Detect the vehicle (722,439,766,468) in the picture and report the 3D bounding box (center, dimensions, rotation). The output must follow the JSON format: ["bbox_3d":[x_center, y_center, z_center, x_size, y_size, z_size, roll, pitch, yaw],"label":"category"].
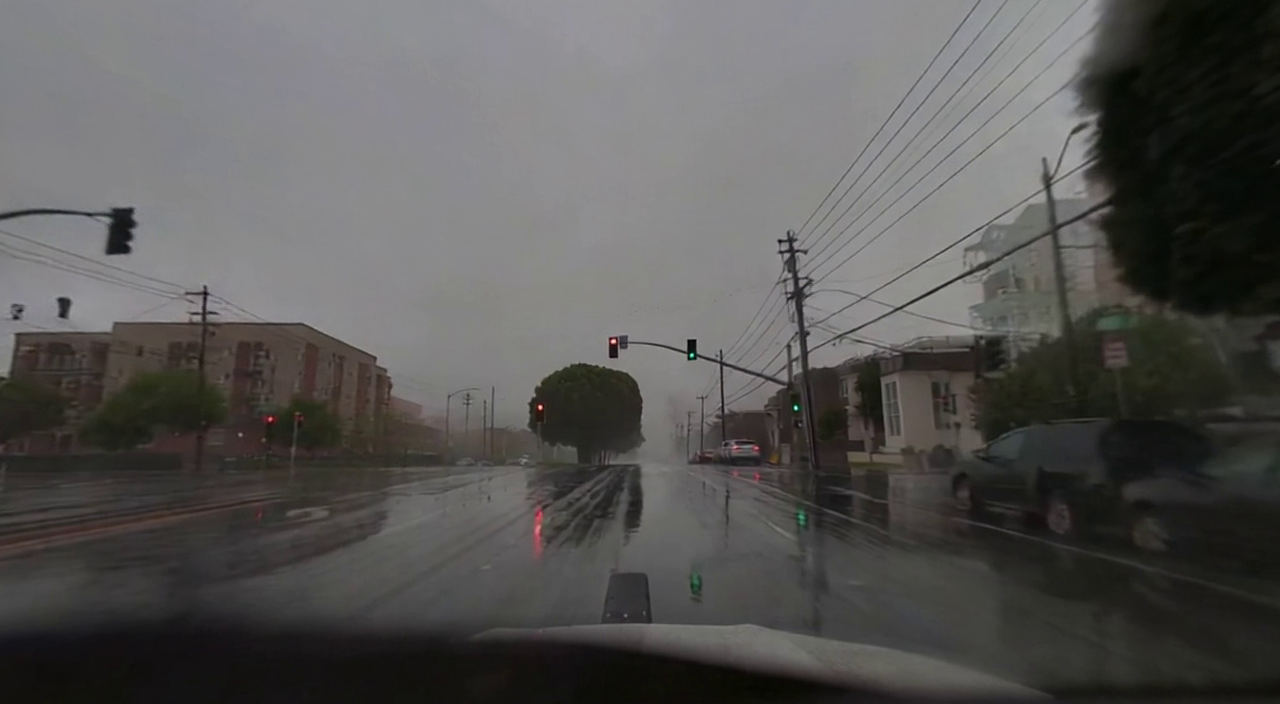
[{"bbox_3d":[7.100,6.990,43.668,2.148,1.904,4.910,0,-8,-1],"label":"vehicle"}]

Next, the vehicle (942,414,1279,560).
[{"bbox_3d":[6.863,1.969,9.972,1.988,1.740,4.498,0,-8,1],"label":"vehicle"}]
